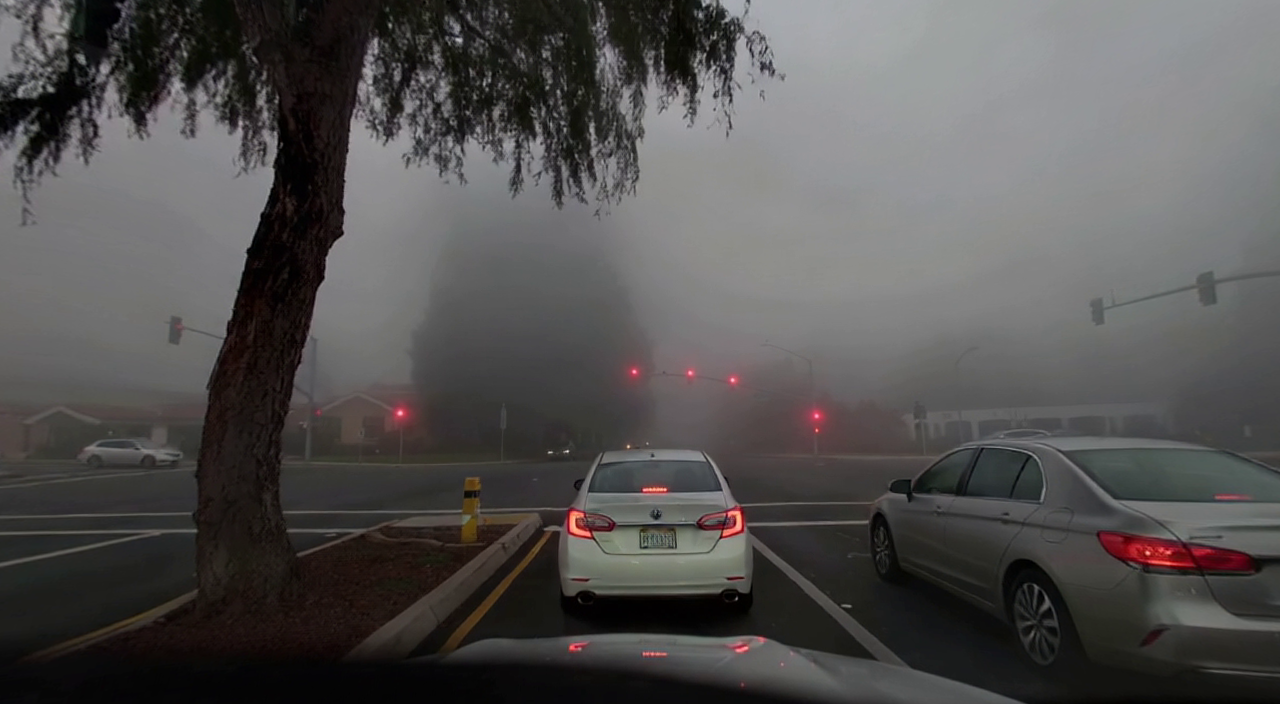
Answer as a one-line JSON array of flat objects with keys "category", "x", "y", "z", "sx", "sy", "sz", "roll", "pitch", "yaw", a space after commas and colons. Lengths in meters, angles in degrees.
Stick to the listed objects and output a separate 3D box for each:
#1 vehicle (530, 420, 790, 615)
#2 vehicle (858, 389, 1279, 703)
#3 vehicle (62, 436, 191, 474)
[{"category": "vehicle", "x": 0.112, "y": 1.564, "z": 6.877, "sx": 2.017, "sy": 1.485, "sz": 3.813, "roll": 0, "pitch": -8, "yaw": -1}, {"category": "vehicle", "x": 3.180, "y": 1.124, "z": 3.896, "sx": 1.931, "sy": 1.493, "sz": 4.555, "roll": 0, "pitch": -8, "yaw": -1}, {"category": "vehicle", "x": -24.314, "y": 4.885, "z": 29.987, "sx": 4.450, "sy": 1.684, "sz": 1.894, "roll": 0, "pitch": -8, "yaw": 0}]
